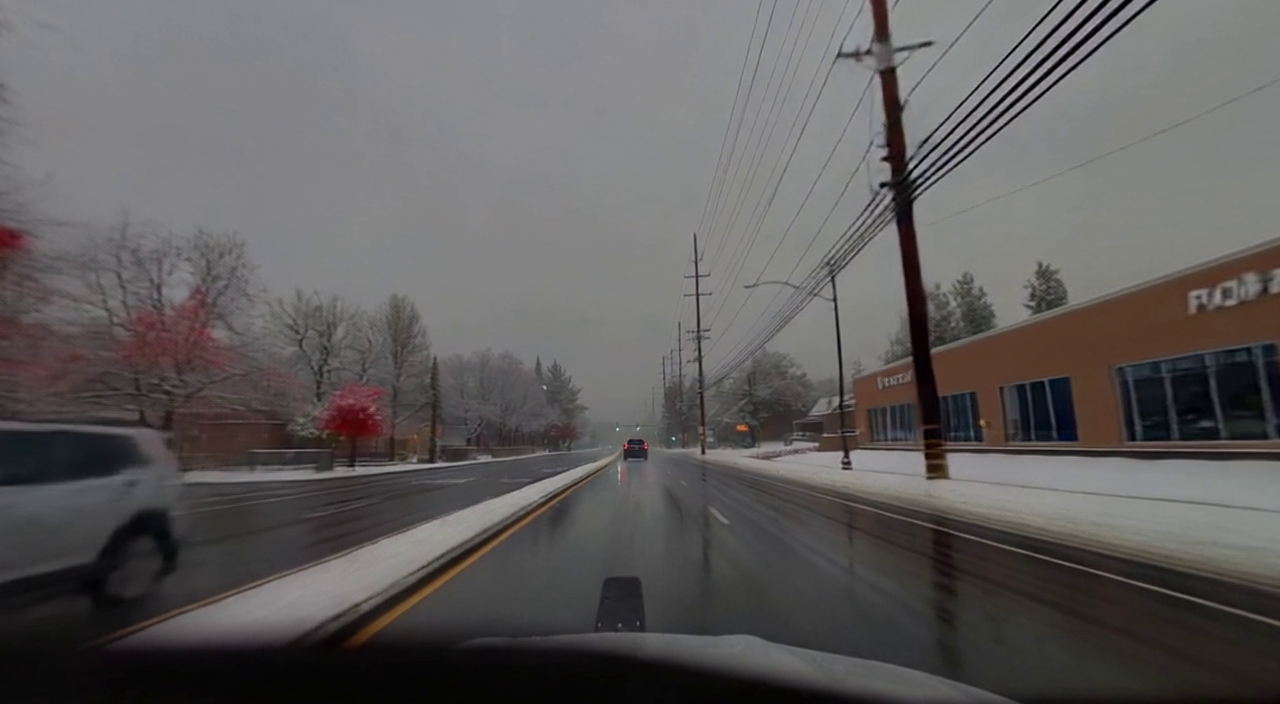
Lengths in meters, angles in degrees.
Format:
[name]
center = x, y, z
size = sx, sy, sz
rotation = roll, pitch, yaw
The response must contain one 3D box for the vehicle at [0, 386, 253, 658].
[vehicle]
center = -4.996, 1.142, 4.311
size = 1.993, 1.680, 4.386
rotation = -2, -8, -1
